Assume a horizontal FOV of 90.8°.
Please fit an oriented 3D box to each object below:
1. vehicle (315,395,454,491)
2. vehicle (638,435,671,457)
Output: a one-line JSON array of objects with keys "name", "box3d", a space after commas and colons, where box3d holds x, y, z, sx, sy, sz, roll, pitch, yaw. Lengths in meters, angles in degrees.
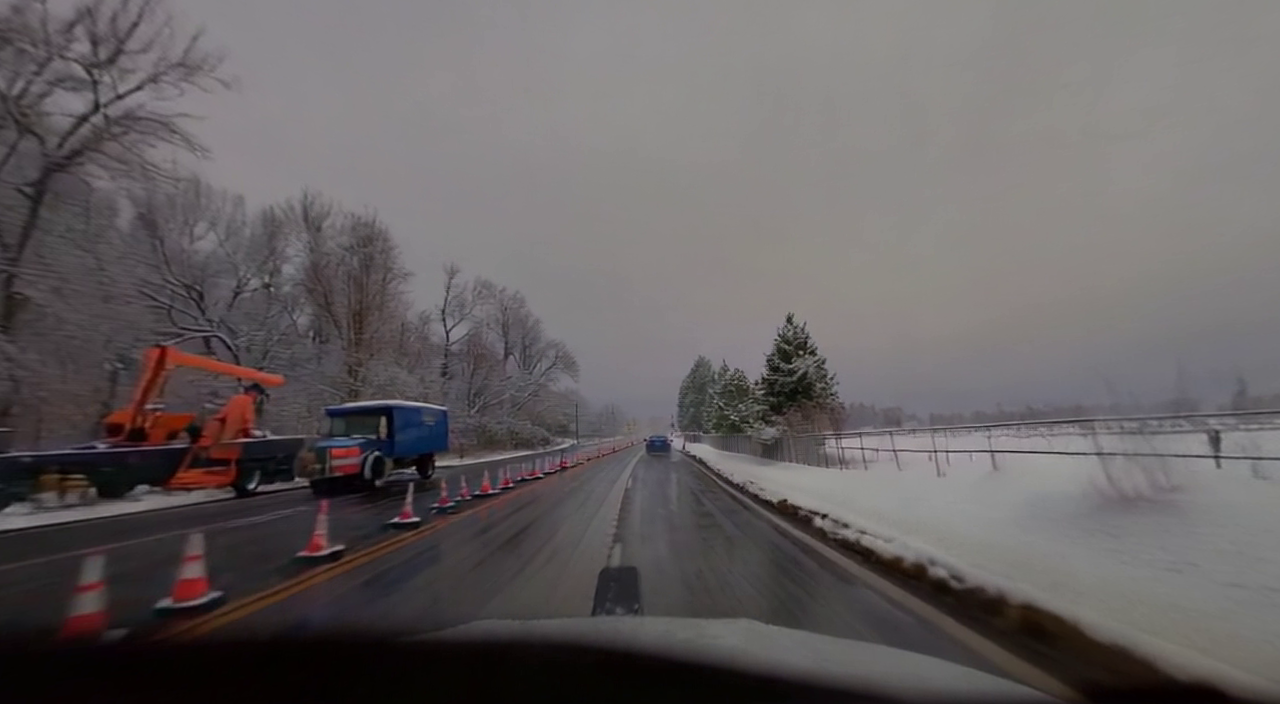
[{"name": "vehicle", "box3d": [-7.650, 2.776, 19.241, 3.064, 2.710, 2.385, -1, -9, 4]}, {"name": "vehicle", "box3d": [0.985, 6.519, 43.746, 2.172, 1.486, 3.581, 0, -9, 1]}]
